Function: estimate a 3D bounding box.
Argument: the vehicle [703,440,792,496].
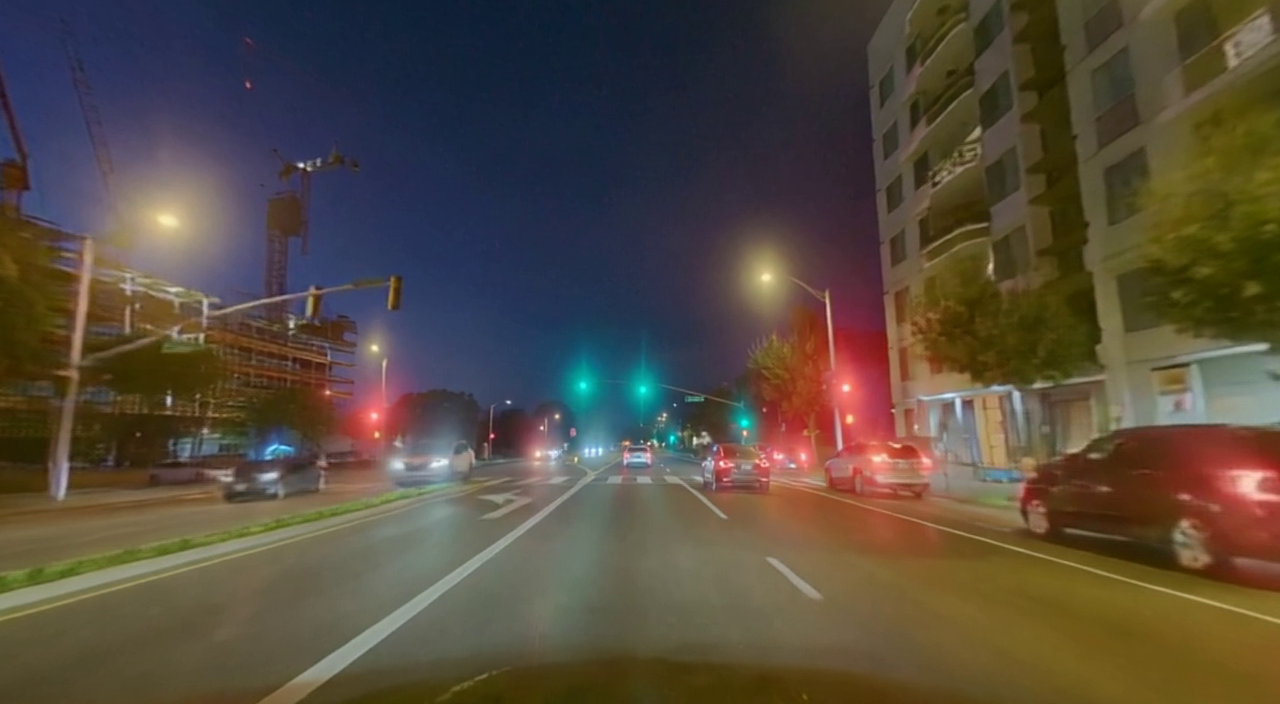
[{"bbox_3d":[3.097,3.418,19.042,1.910,1.474,4.003,0,-9,-1],"label":"vehicle"}]

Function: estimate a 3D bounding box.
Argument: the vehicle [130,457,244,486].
[{"bbox_3d":[-24.364,6.411,34.102,4.575,1.414,1.895,0,-9,-5],"label":"vehicle"}]

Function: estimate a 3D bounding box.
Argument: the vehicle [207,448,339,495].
[{"bbox_3d":[-12.629,4.101,22.142,1.943,1.473,4.463,0,-9,0],"label":"vehicle"}]

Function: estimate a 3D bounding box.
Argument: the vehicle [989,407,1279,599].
[{"bbox_3d":[7.349,1.775,8.215,2.317,1.852,5.530,0,-9,-2],"label":"vehicle"}]

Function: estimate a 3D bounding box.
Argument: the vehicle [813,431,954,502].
[{"bbox_3d":[7.185,3.425,19.453,2.125,1.838,5.555,0,-9,0],"label":"vehicle"}]

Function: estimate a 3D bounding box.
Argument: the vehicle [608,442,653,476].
[{"bbox_3d":[-0.442,5.040,30.045,2.006,1.487,3.535,0,-9,0],"label":"vehicle"}]

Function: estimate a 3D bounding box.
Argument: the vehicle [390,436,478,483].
[{"bbox_3d":[-8.366,4.403,26.179,2.115,1.723,4.698,0,-9,0],"label":"vehicle"}]
